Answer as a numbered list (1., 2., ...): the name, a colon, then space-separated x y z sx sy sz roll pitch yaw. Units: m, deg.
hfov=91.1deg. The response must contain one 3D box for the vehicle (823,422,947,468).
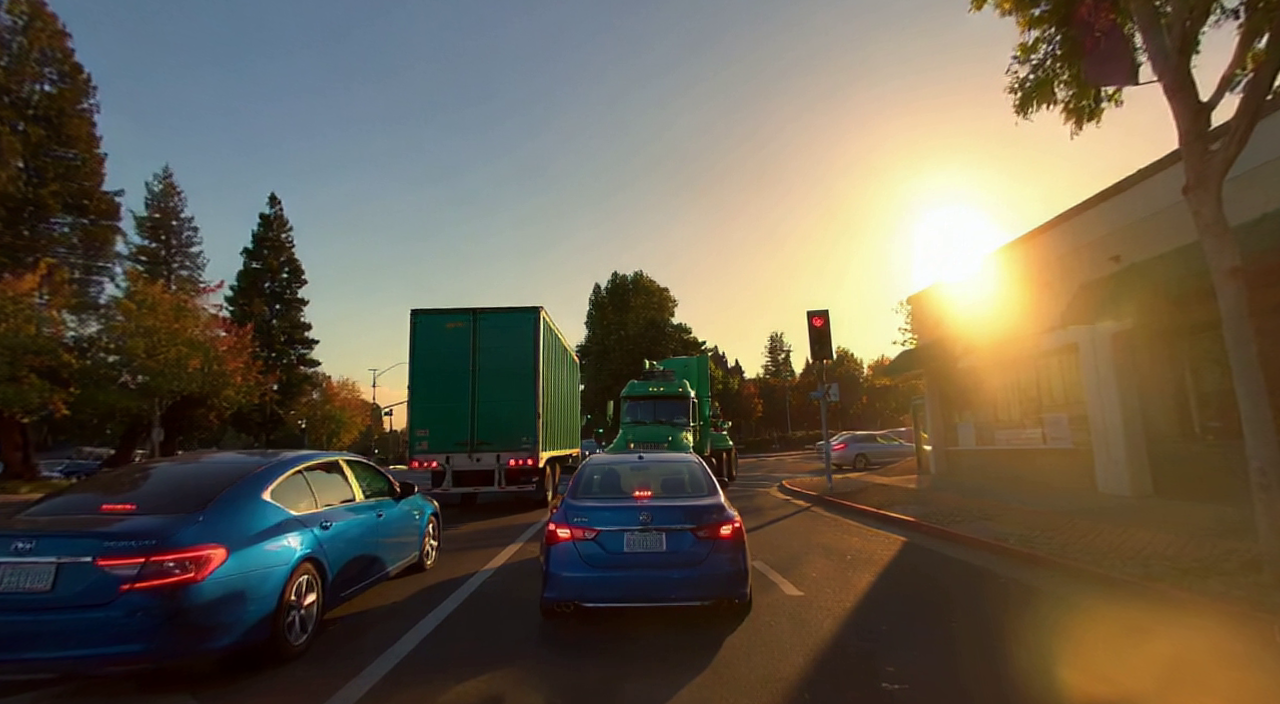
1. vehicle: 10.921 4.177 28.144 4.681 1.713 1.969 -2 -10 -10

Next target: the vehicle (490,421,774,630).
1. vehicle: -0.113 1.571 6.705 2.067 1.506 4.118 0 -8 -2

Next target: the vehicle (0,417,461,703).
1. vehicle: -3.102 1.373 5.162 1.969 1.471 4.378 0 -8 0

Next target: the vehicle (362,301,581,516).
1. vehicle: -3.262 1.472 14.624 3.020 3.800 7.105 0 -8 1
